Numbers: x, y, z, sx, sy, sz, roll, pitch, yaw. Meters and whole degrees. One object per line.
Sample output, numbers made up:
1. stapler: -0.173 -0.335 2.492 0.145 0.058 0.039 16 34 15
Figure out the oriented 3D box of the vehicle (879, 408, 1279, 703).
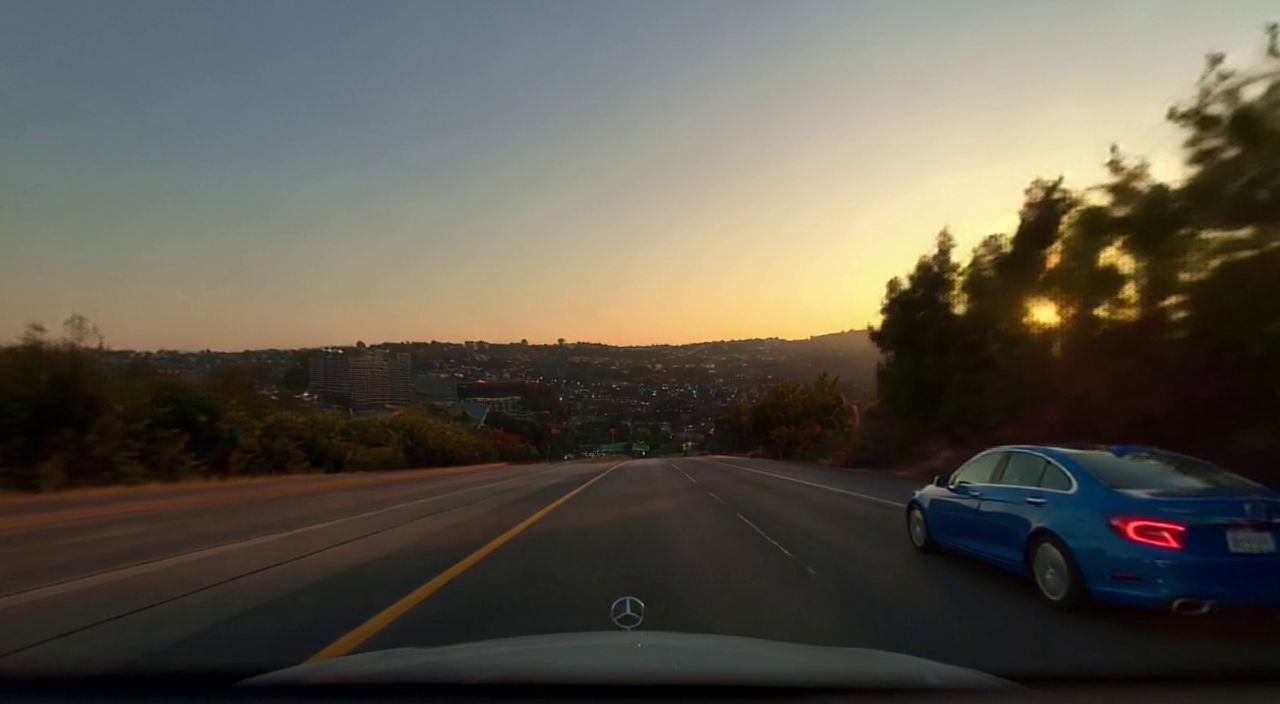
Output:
1. vehicle: 4.117 1.386 5.658 2.053 1.490 4.799 0 -8 0
